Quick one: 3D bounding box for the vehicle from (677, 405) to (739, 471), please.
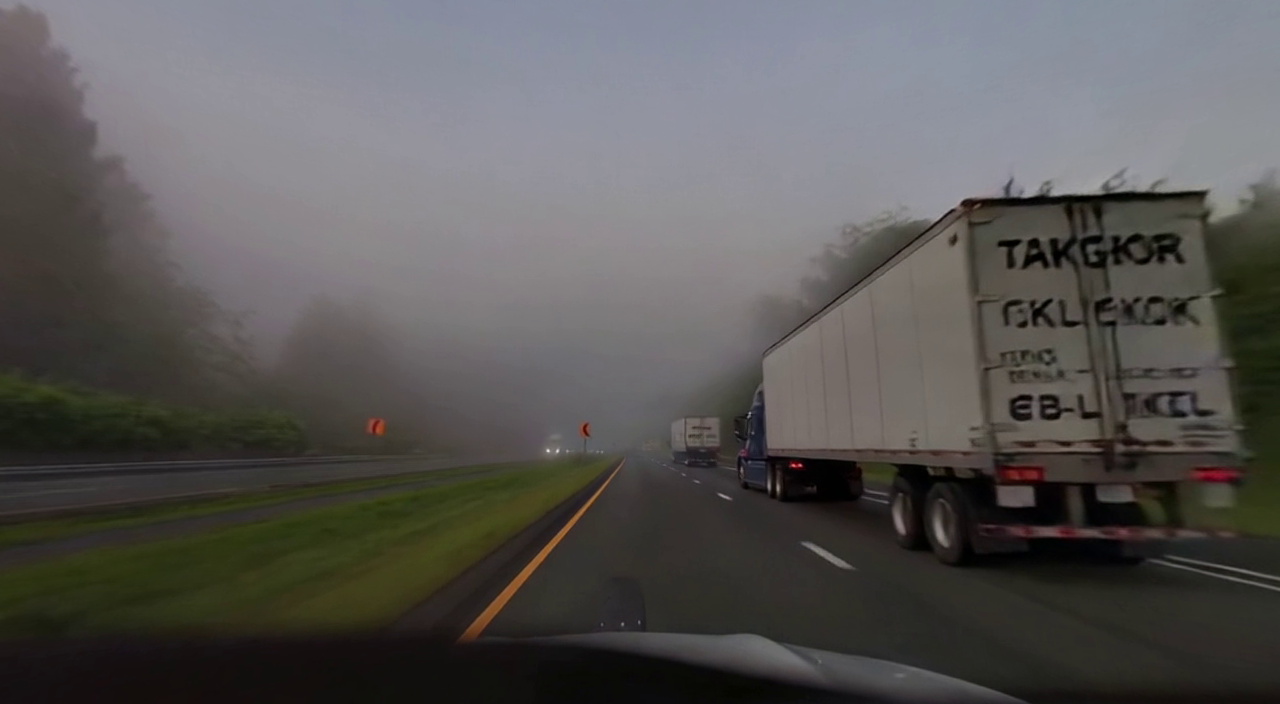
[{"bbox_3d":[4.651,6.433,46.279,2.983,4.030,14.444,0,-9,0],"label":"vehicle"}]

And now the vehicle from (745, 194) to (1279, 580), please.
[{"bbox_3d":[5.025,1.372,13.702,2.929,4.093,14.258,0,-9,0],"label":"vehicle"}]
